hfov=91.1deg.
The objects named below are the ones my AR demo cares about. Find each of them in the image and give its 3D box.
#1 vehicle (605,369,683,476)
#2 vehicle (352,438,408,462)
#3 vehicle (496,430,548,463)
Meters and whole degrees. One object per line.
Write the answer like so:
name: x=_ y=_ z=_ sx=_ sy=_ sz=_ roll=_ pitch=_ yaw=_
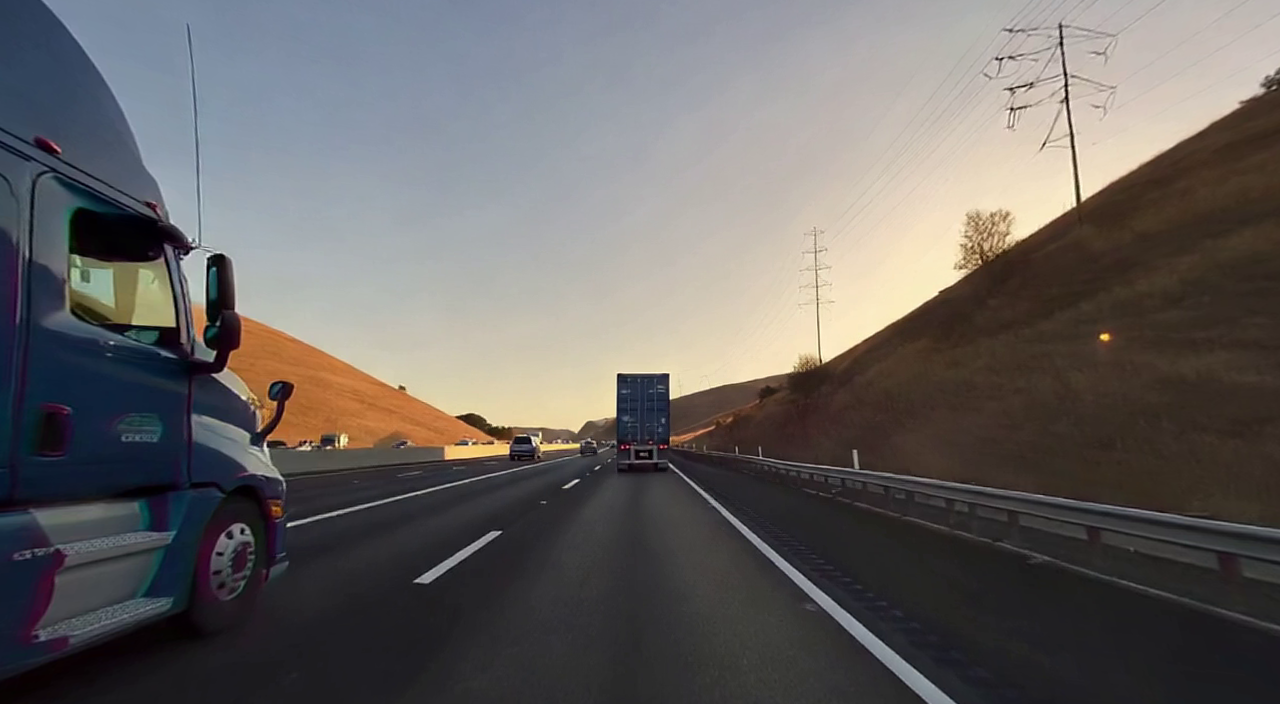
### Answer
vehicle: x=0.101 y=3.558 z=30.121 sx=3.006 sy=4.120 sz=11.586 roll=0 pitch=-8 yaw=0
vehicle: x=-17.420 y=6.576 z=42.286 sx=1.957 sy=1.492 sz=4.092 roll=0 pitch=-8 yaw=0
vehicle: x=-7.205 y=5.852 z=38.823 sx=2.214 sy=1.899 sz=4.719 roll=0 pitch=-8 yaw=1
